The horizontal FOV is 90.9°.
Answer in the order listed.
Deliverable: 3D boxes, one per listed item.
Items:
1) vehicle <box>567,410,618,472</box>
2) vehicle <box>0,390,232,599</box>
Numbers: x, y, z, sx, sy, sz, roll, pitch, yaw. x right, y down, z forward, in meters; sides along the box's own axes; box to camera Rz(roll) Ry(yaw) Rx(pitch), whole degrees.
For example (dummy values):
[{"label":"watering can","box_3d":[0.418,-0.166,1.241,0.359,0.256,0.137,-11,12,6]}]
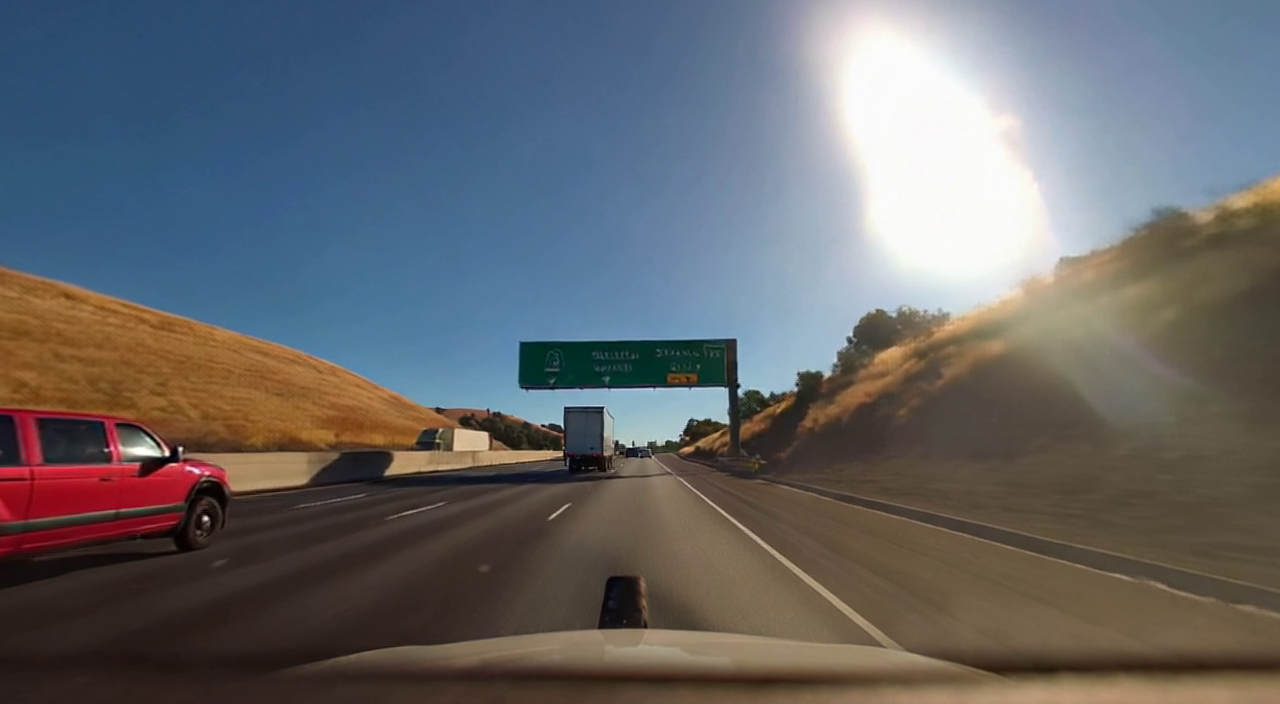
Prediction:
[{"label":"vehicle","box_3d":[-3.417,7.058,49.766,2.893,4.073,15.281,0,-8,0]},{"label":"vehicle","box_3d":[-6.858,1.359,6.180,2.175,1.860,5.236,0,-8,0]}]
